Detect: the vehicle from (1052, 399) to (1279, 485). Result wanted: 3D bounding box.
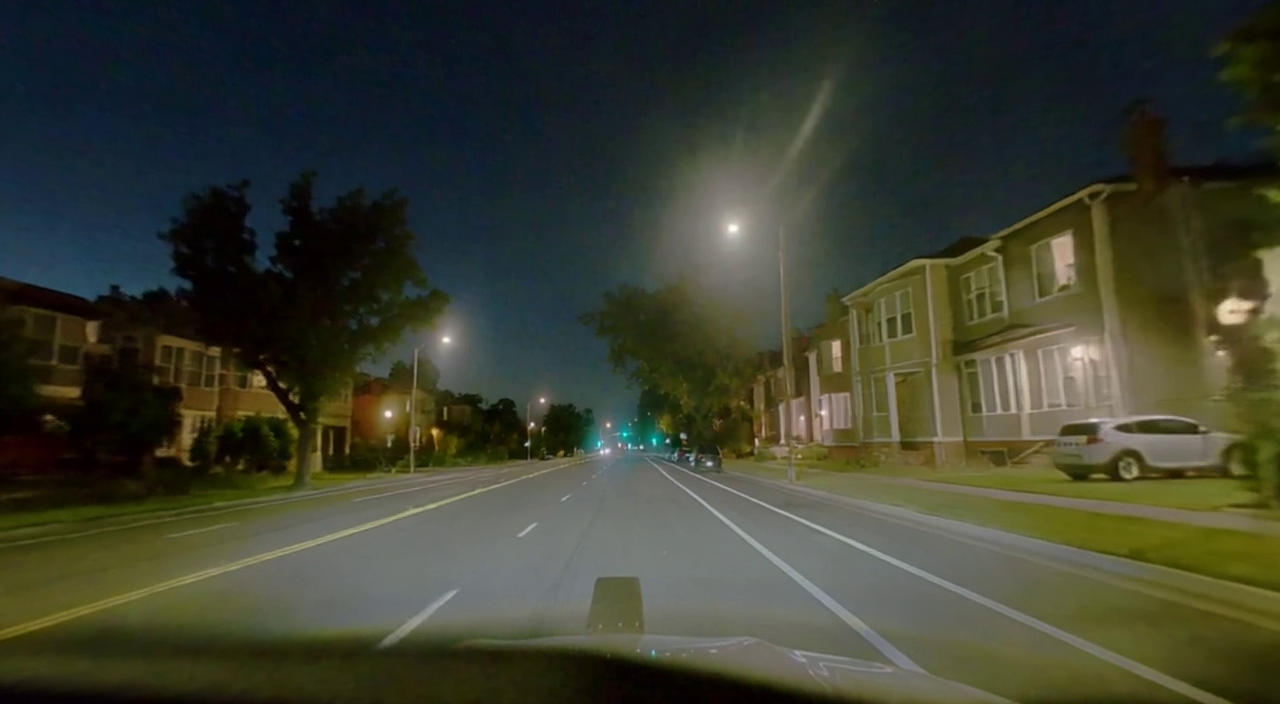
[{"bbox_3d":[13.641,2.251,16.236,4.682,1.956,2.001,-1,-6,-3],"label":"vehicle"}]

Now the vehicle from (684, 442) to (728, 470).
[{"bbox_3d":[3.932,6.334,38.417,1.971,1.558,4.895,0,-9,-2],"label":"vehicle"}]
